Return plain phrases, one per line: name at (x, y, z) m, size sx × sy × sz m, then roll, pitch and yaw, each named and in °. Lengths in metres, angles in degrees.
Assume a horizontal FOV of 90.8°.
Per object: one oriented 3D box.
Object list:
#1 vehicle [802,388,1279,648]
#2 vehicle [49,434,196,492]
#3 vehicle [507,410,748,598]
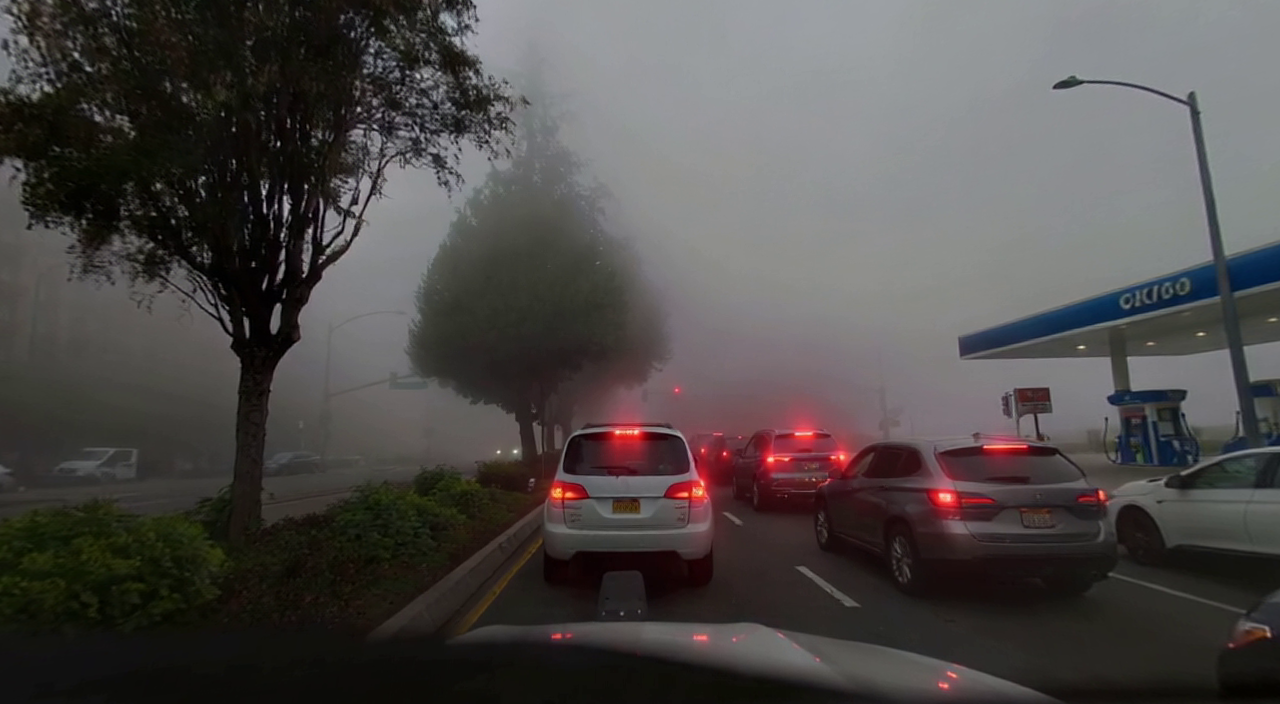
vehicle at (3.365, 1.419, 6.471) m, size 2.056 × 1.700 × 4.399 m, roll 0°, pitch -9°, yaw -3°
vehicle at (-26.940, 5.768, 33.300) m, size 2.571 × 2.711 × 6.027 m, roll 0°, pitch -9°, yaw 0°
vehicle at (-0.147, 1.611, 7.462) m, size 2.106 × 1.613 × 3.697 m, roll 0°, pitch -9°, yaw -1°
